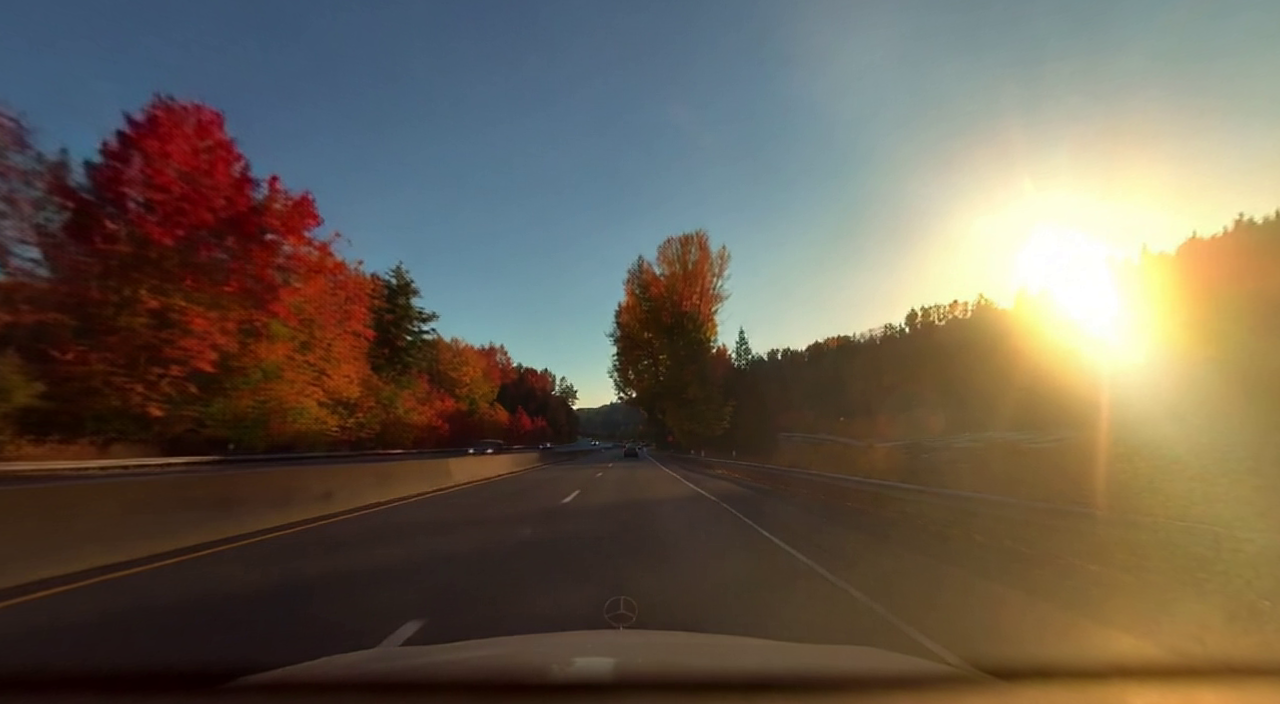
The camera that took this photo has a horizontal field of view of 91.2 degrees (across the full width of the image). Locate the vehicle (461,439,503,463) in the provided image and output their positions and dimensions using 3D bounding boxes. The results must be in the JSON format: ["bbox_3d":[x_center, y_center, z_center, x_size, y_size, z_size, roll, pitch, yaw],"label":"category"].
[{"bbox_3d":[-10.898,6.881,43.572,1.868,1.555,4.174,0,-9,0],"label":"vehicle"}]
